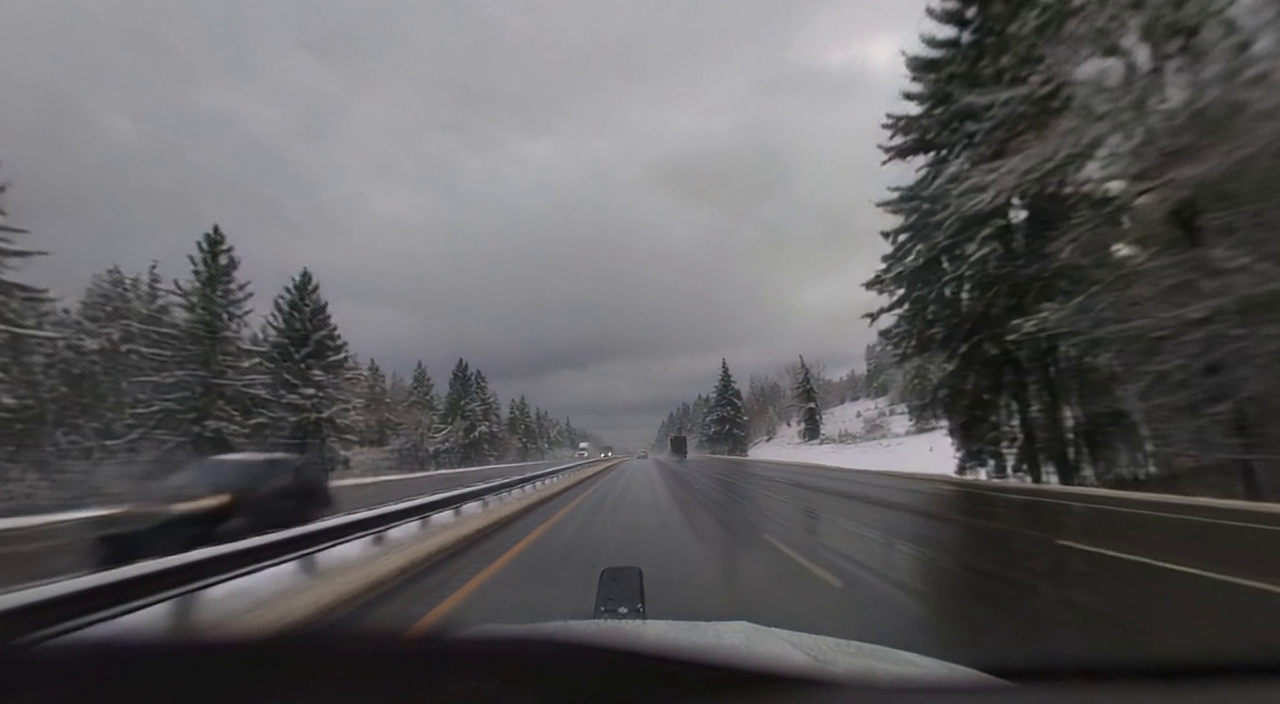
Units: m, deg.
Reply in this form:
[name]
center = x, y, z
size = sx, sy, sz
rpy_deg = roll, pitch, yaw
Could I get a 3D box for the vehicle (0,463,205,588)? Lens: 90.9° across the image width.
[vehicle]
center = -8.766, 2.419, 9.293
size = 1.777, 1.444, 4.029
rpy_deg = 0, -9, 0
